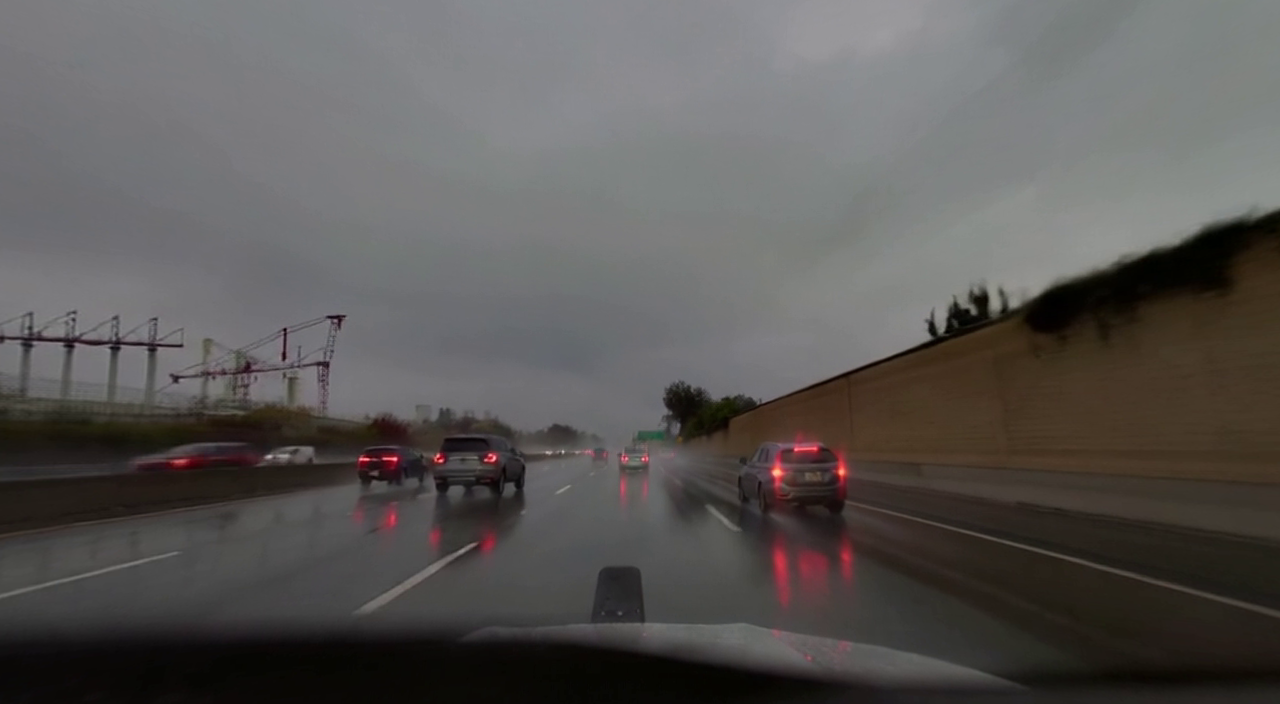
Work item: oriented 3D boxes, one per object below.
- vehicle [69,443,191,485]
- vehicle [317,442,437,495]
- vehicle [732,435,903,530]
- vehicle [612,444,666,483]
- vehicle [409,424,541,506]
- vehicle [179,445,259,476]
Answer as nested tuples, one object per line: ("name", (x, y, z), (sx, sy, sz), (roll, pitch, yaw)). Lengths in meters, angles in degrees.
("vehicle", (-23.311, 5.093, 29.132), (1.918, 1.777, 4.381), (0, -8, 0))
("vehicle", (-8.168, 3.629, 20.104), (1.908, 1.476, 4.342), (0, -8, 0))
("vehicle", (3.185, 2.428, 12.422), (1.917, 1.507, 4.540), (0, -8, -2))
("vehicle", (-0.082, 4.548, 26.084), (2.045, 1.452, 4.040), (0, -8, -1))
("vehicle", (-3.950, 2.793, 16.025), (2.121, 1.775, 4.335), (0, -8, 0))
("vehicle", (-27.338, 7.000, 41.229), (1.888, 1.878, 4.705), (0, -8, 0))
